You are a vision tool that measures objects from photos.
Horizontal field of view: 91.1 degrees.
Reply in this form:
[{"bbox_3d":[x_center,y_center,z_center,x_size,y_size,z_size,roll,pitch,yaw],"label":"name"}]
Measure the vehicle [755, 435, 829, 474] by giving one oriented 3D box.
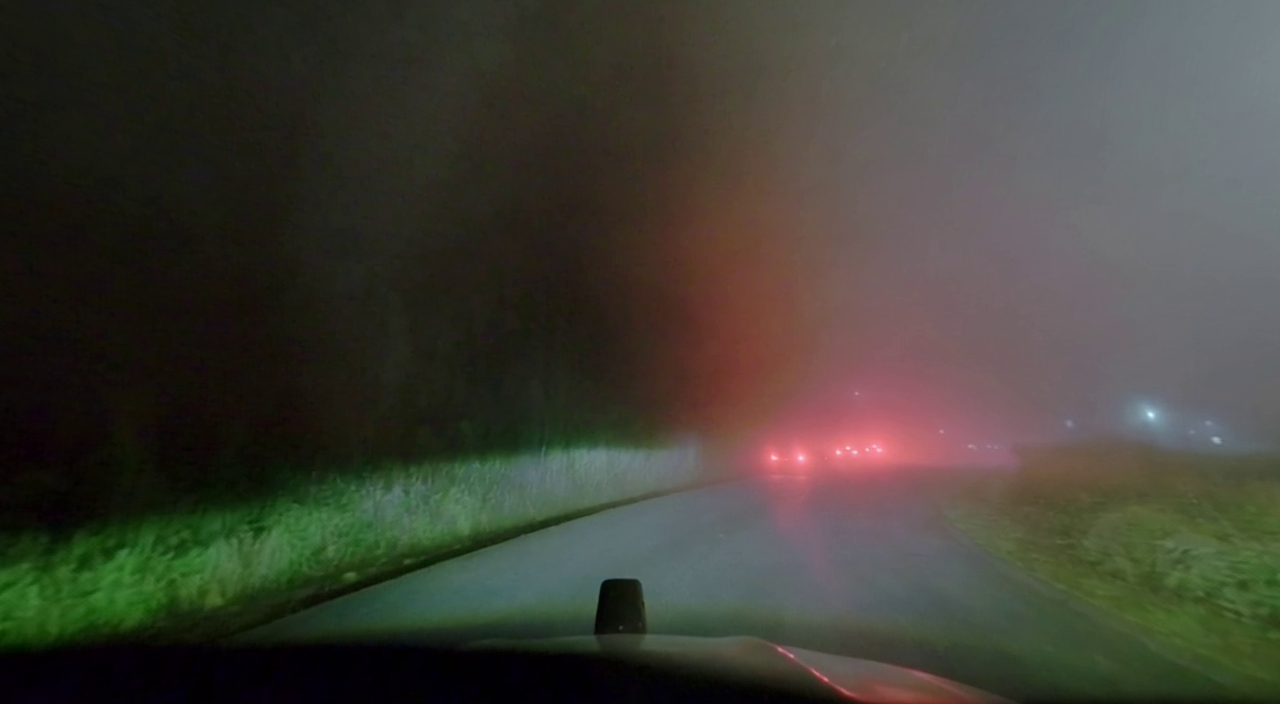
[{"bbox_3d":[7.728,5.152,31.705,1.988,1.789,4.257,-5,-10,38],"label":"vehicle"}]
